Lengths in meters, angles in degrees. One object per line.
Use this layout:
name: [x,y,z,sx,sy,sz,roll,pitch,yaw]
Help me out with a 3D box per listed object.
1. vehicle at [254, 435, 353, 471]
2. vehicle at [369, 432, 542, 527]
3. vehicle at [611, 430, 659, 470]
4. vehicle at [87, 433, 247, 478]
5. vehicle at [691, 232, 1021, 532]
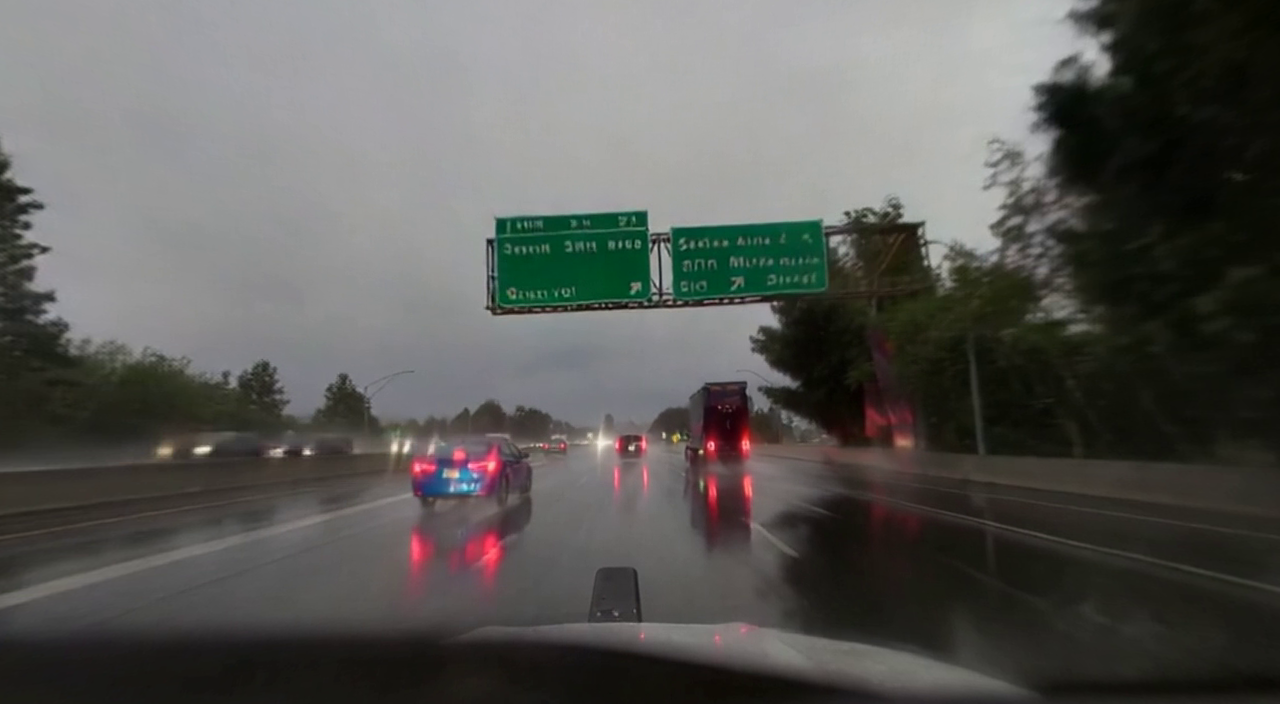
vehicle: [-16.865,5.103,32.047,2.137,1.629,5.334,0,-9,0]
vehicle: [-3.141,2.264,11.863,1.864,1.406,4.544,0,-9,0]
vehicle: [-0.259,4.827,31.304,2.203,1.805,4.358,0,-9,0]
vehicle: [-20.108,4.434,27.383,2.356,1.717,6.037,0,-9,-1]
vehicle: [3.467,1.448,16.072,2.876,4.086,15.117,0,-9,-1]
